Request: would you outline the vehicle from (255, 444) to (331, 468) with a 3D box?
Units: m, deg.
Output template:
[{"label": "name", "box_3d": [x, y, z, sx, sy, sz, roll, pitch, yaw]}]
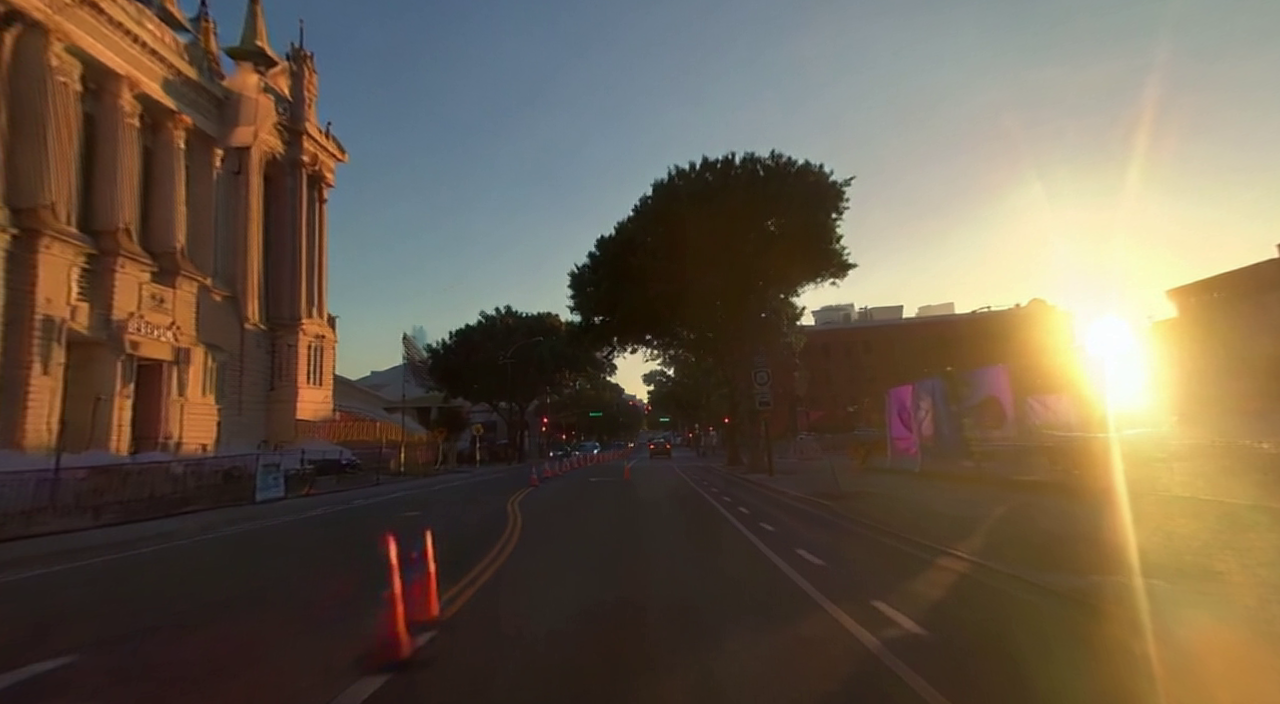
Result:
[{"label": "vehicle", "box_3d": [-26.099, 7.806, 47.514, 4.445, 1.753, 2.044, 0, -8, 0]}]
